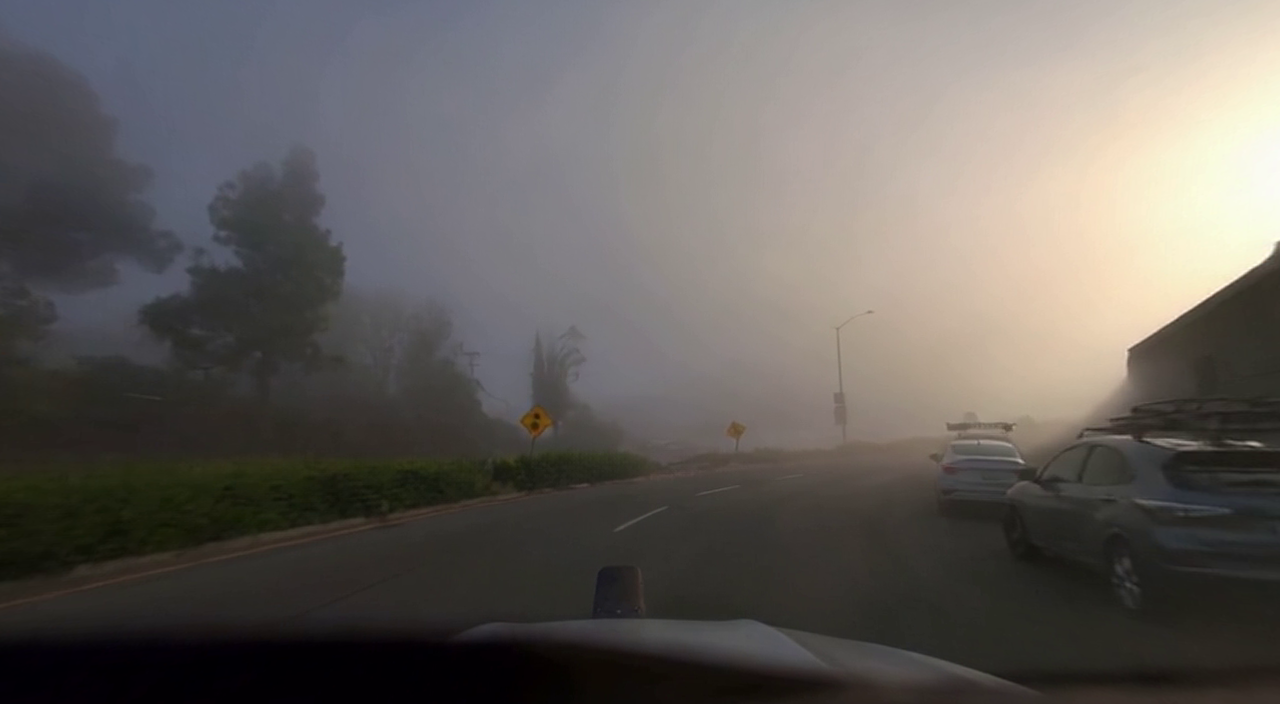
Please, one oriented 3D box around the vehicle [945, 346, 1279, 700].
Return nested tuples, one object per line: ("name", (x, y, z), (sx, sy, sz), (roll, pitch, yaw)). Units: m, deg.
("vehicle", (4.538, 1.190, 5.456), (2.269, 1.841, 4.569), (-2, -9, 11))
